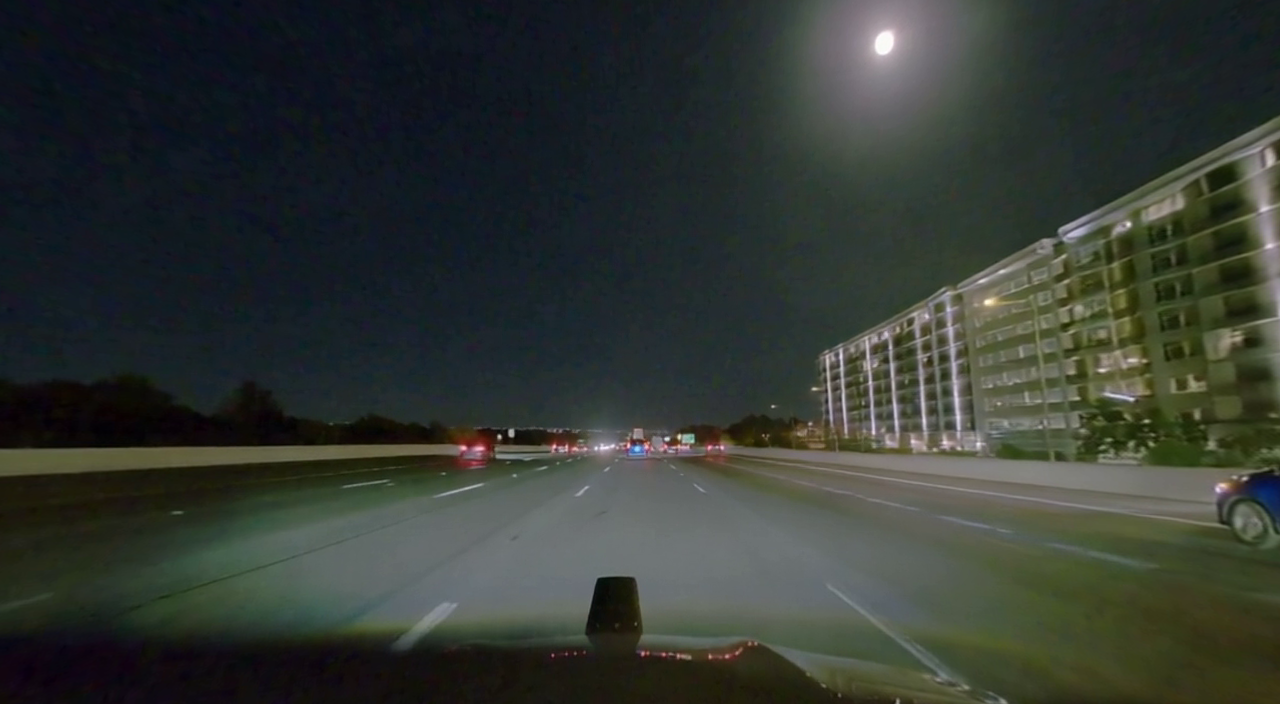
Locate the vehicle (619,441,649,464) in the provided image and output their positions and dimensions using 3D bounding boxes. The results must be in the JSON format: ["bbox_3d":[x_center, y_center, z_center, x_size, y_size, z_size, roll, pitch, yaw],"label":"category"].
[{"bbox_3d":[-0.388,7.157,44.836,2.036,1.542,3.891,0,-8,0],"label":"vehicle"}]

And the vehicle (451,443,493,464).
[{"bbox_3d":[-12.656,7.629,47.558,1.901,1.488,4.435,0,-8,1],"label":"vehicle"}]

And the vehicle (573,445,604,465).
[{"bbox_3d":[-3.604,7.308,44.688,1.825,1.347,3.773,0,-8,0],"label":"vehicle"}]
